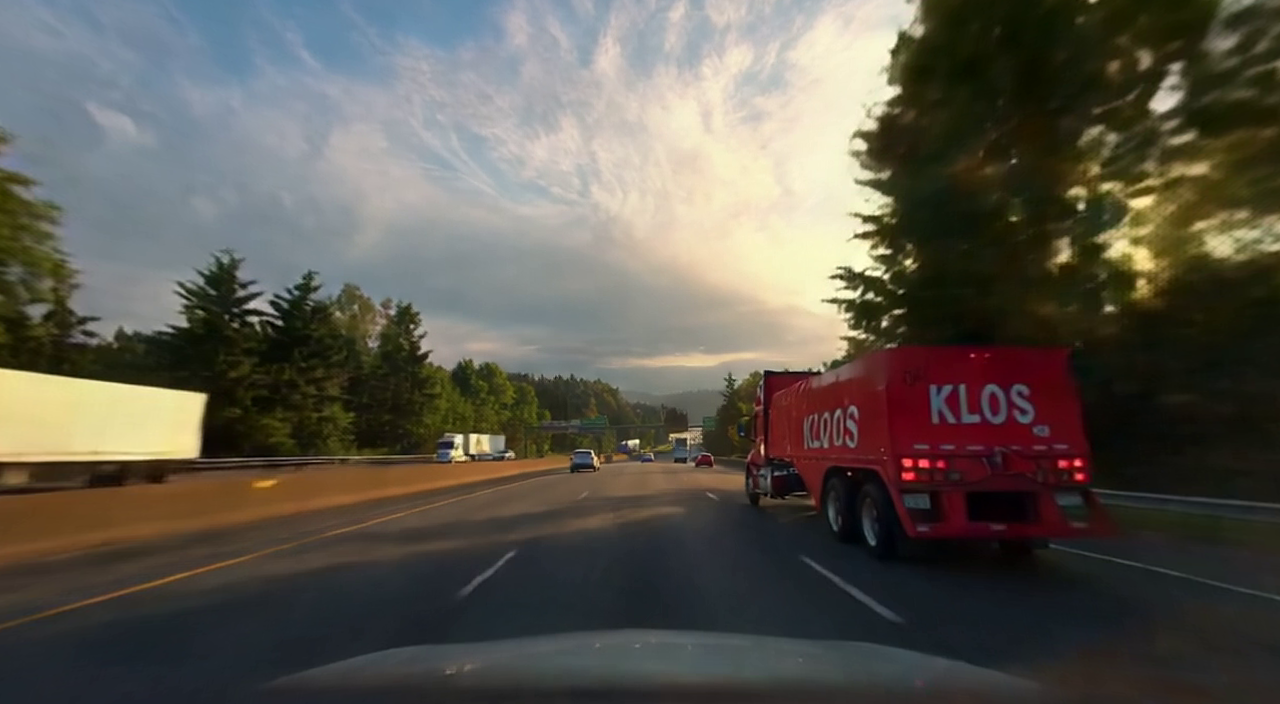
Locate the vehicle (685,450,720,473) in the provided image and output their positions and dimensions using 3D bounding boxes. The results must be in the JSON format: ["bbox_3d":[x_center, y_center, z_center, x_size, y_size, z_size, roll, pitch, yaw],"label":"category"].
[{"bbox_3d":[4.570,8.045,46.466,2.176,1.598,3.878,0,-9,0],"label":"vehicle"}]

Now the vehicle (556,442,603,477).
[{"bbox_3d":[-3.078,5.565,32.786,2.017,1.683,4.309,0,-9,0],"label":"vehicle"}]

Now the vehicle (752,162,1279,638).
[{"bbox_3d":[4.335,1.159,10.787,2.914,3.998,11.103,0,-9,1],"label":"vehicle"}]
